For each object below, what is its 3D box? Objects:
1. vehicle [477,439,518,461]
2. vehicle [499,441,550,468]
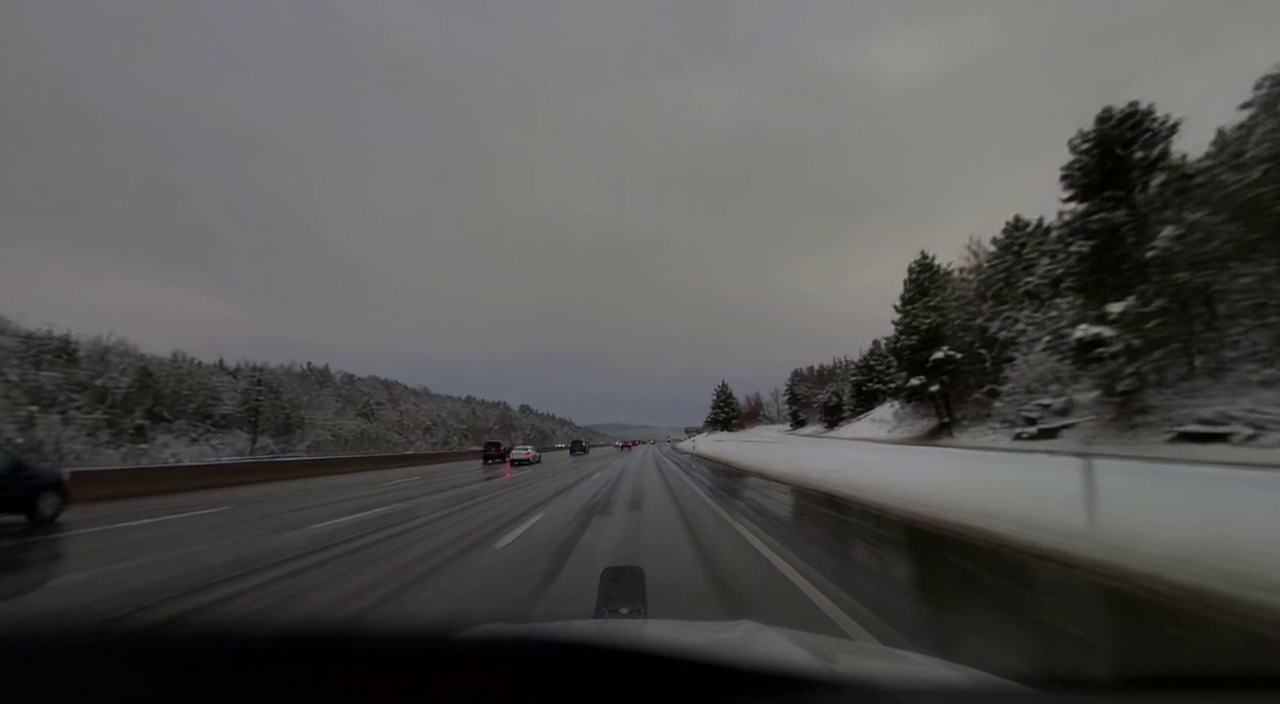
[{"bbox_3d":[-11.141,7.702,49.476,2.020,1.645,4.629,0,-9,1],"label":"vehicle"},{"bbox_3d":[-6.851,6.102,37.822,2.107,1.484,4.449,0,-9,1],"label":"vehicle"}]
